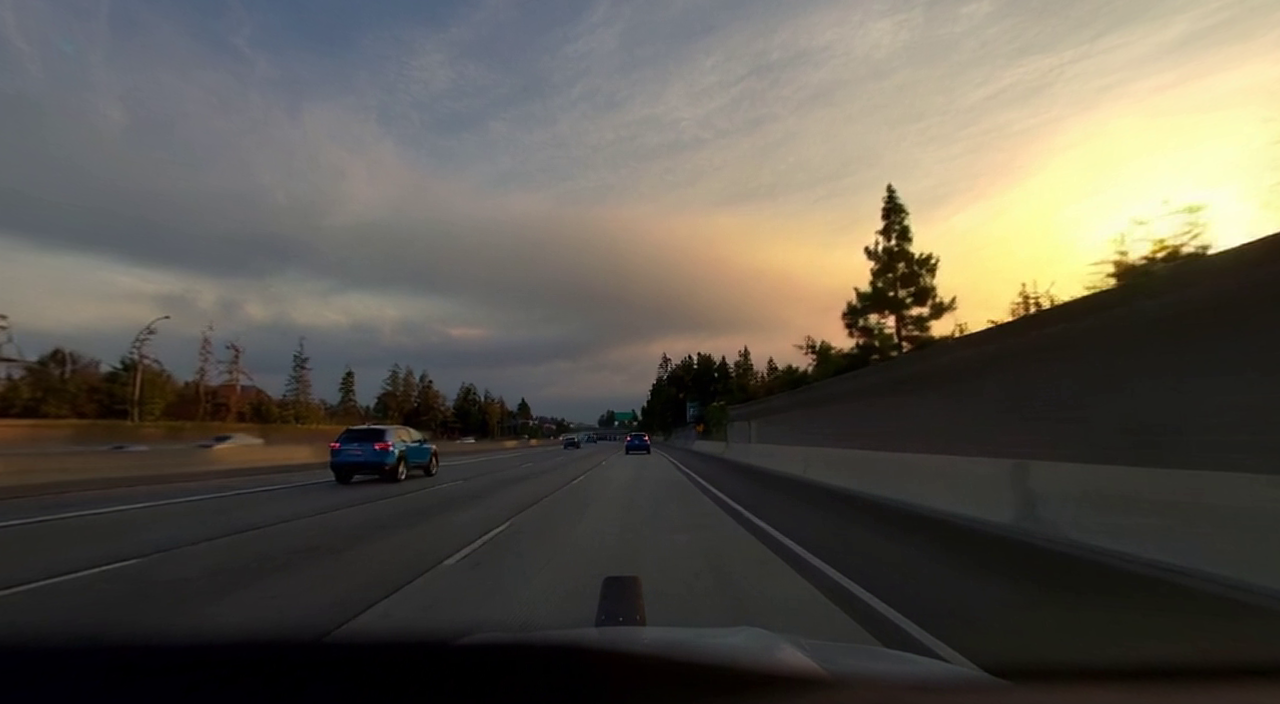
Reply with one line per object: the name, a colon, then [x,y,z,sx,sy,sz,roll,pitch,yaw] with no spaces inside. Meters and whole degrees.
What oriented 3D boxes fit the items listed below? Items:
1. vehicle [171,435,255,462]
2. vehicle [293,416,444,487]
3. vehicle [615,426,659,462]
vehicle: [-25.650,5.825,38.031,1.858,1.525,4.501,0,-8,1]
vehicle: [-7.361,2.772,17.693,2.166,1.705,4.433,0,-8,1]
vehicle: [-0.125,4.766,32.689,2.141,1.706,4.065,0,-8,1]
